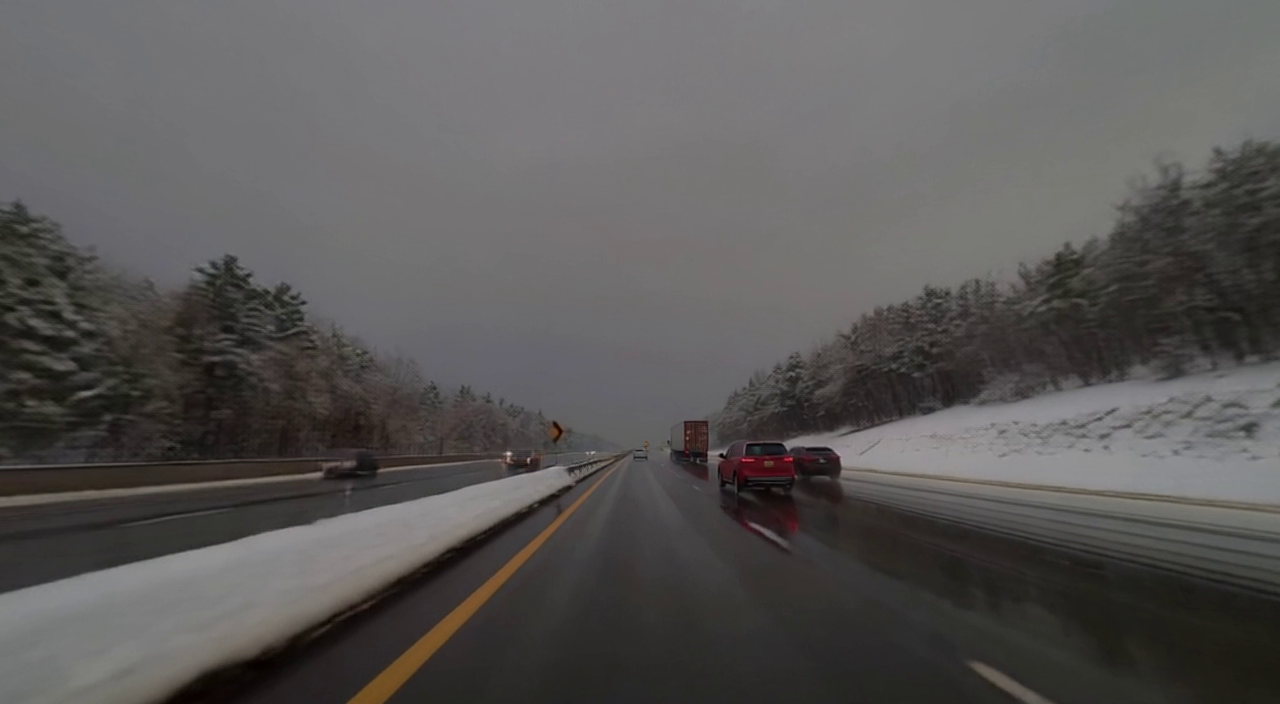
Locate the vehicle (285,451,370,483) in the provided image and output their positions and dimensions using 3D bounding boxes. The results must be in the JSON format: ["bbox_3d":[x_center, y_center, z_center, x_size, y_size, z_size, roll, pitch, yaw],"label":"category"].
[{"bbox_3d":[-15.019,5.520,30.620,1.889,1.422,4.506,0,-9,-1],"label":"vehicle"}]

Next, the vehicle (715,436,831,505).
[{"bbox_3d":[3.529,3.239,17.705,2.130,1.658,4.537,0,-9,-2],"label":"vehicle"}]
